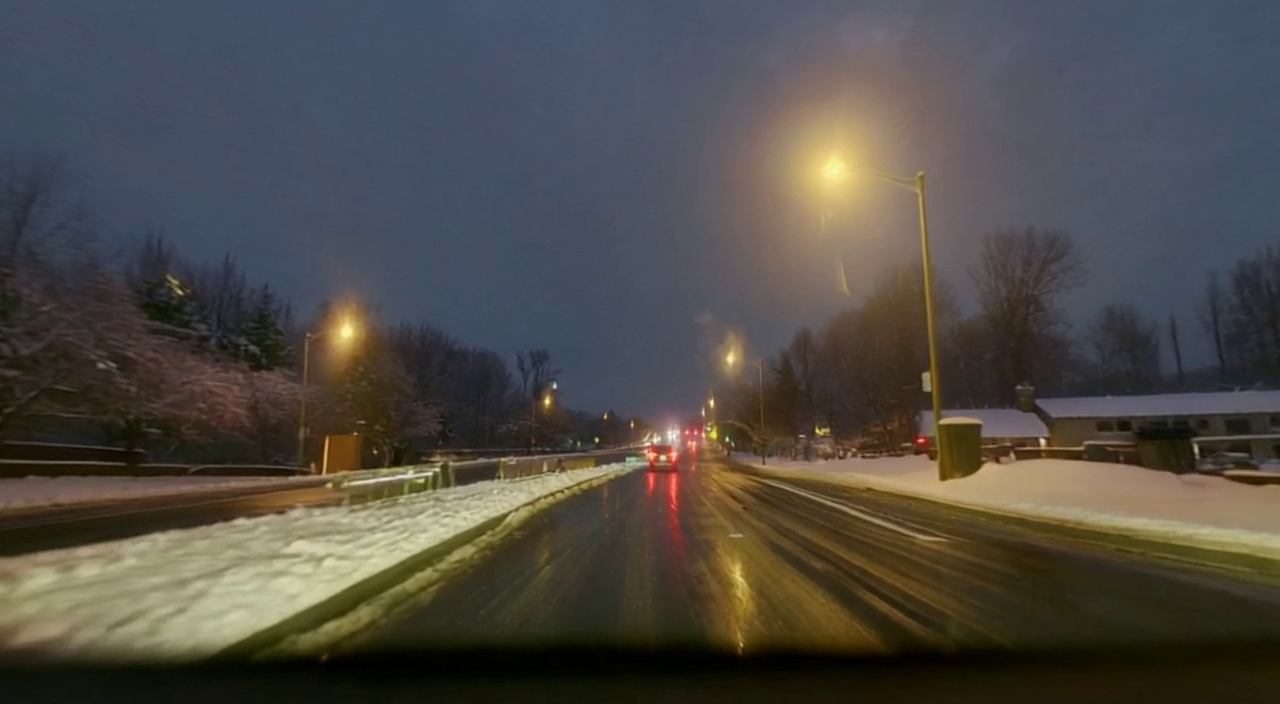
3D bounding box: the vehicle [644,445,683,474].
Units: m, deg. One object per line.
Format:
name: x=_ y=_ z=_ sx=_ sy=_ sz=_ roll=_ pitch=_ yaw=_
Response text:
vehicle: x=1.366 y=6.220 z=36.864 sx=2.158 sy=1.600 sz=3.865 roll=-1 pitch=-8 yaw=2
